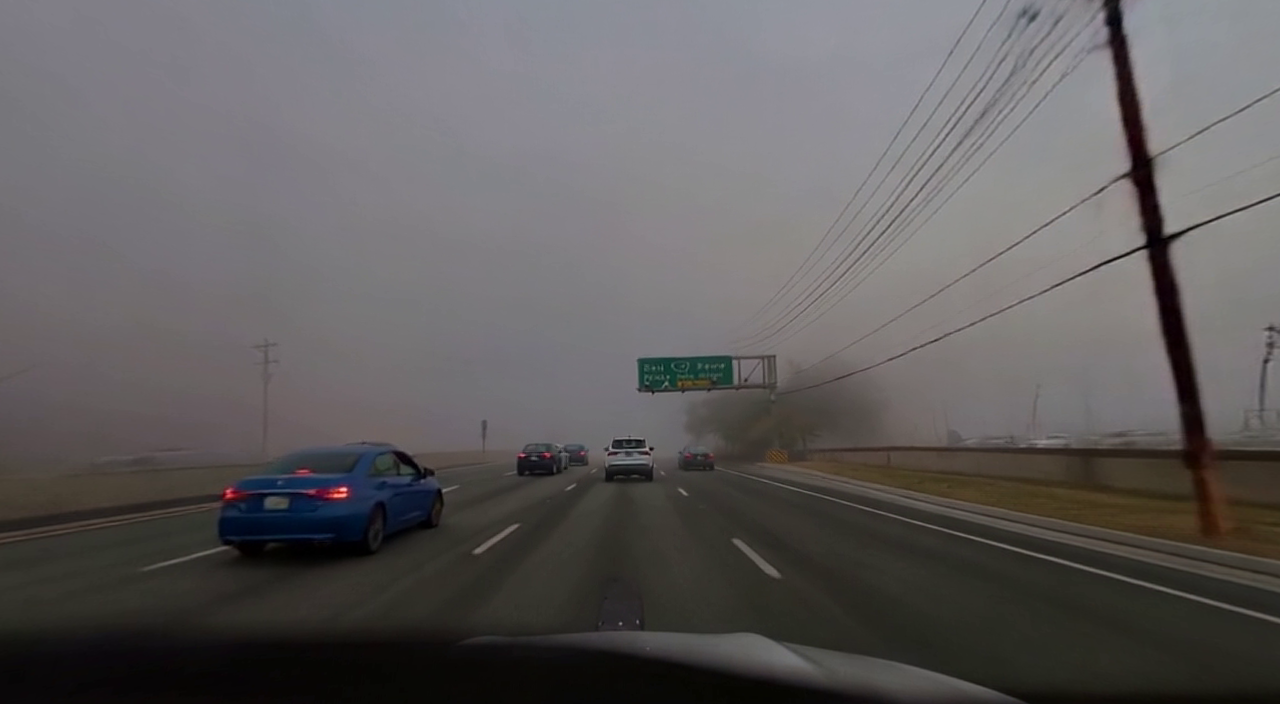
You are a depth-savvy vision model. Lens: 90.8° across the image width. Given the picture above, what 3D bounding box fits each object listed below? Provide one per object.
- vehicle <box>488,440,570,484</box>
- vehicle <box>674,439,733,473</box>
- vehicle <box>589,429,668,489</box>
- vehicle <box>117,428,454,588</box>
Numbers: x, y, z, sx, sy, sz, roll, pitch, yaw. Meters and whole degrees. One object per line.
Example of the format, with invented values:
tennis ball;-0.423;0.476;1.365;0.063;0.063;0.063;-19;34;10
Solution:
vehicle;-3.937;4.008;23.308;2.203;1.425;4.610;0;-8;0
vehicle;2.867;4.825;29.567;2.197;1.464;4.356;0;-8;-2
vehicle;-0.364;3.406;20.371;2.284;1.699;4.168;0;-8;-1
vehicle;-3.936;1.774;8.134;1.958;1.447;4.454;0;-8;-3
